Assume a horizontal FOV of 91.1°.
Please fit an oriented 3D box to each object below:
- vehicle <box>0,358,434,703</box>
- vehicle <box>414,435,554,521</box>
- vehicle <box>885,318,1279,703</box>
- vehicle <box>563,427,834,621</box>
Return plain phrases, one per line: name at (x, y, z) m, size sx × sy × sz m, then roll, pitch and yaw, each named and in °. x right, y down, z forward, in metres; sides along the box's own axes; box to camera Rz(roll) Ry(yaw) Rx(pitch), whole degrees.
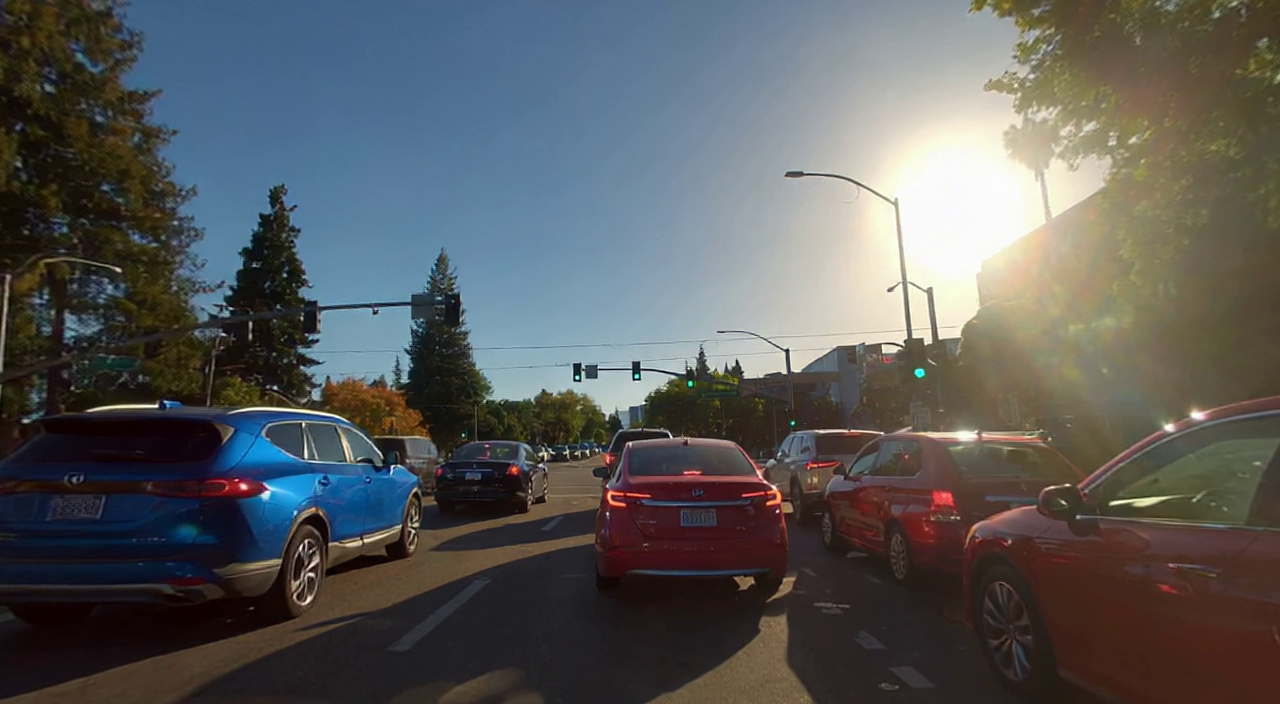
vehicle at (-3.453, 1.225, 5.279) m, size 1.889 × 1.767 × 4.289 m, roll 0°, pitch -8°, yaw 1°
vehicle at (-3.069, 2.567, 13.336) m, size 1.868 × 1.516 × 4.114 m, roll 0°, pitch -8°, yaw 1°
vehicle at (3.042, 0.917, 3.043) m, size 1.880 × 1.747 × 4.500 m, roll 0°, pitch -8°, yaw 0°
vehicle at (0.438, 1.602, 6.800) m, size 2.051 × 1.460 × 3.932 m, roll 0°, pitch -8°, yaw 0°
